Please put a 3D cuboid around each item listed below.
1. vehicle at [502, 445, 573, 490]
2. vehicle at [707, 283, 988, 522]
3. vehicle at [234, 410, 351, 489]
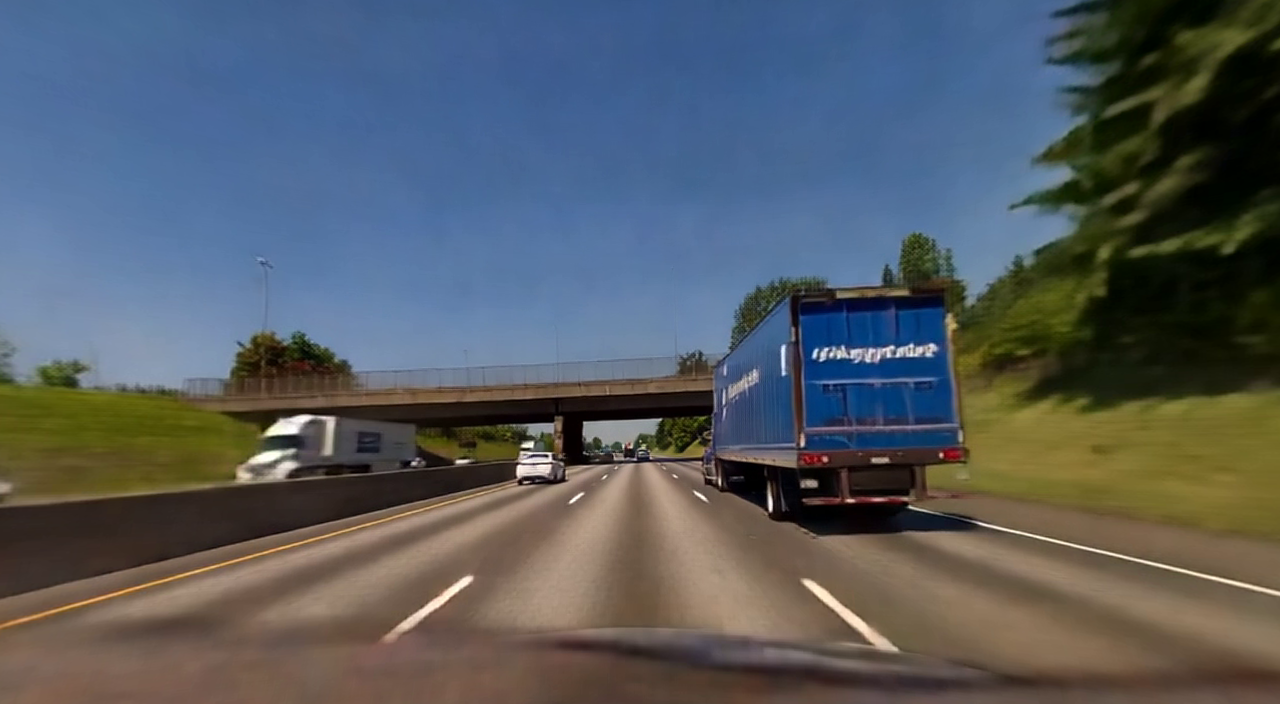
[{"bbox_3d":[-3.695,4.244,23.464,1.918,1.510,4.006,0,-9,1],"label":"vehicle"},{"bbox_3d":[4.161,1.870,17.508,3.025,4.005,14.010,0,-9,0],"label":"vehicle"},{"bbox_3d":[-18.962,5.368,34.880,2.948,3.981,5.834,0,-9,0],"label":"vehicle"}]
